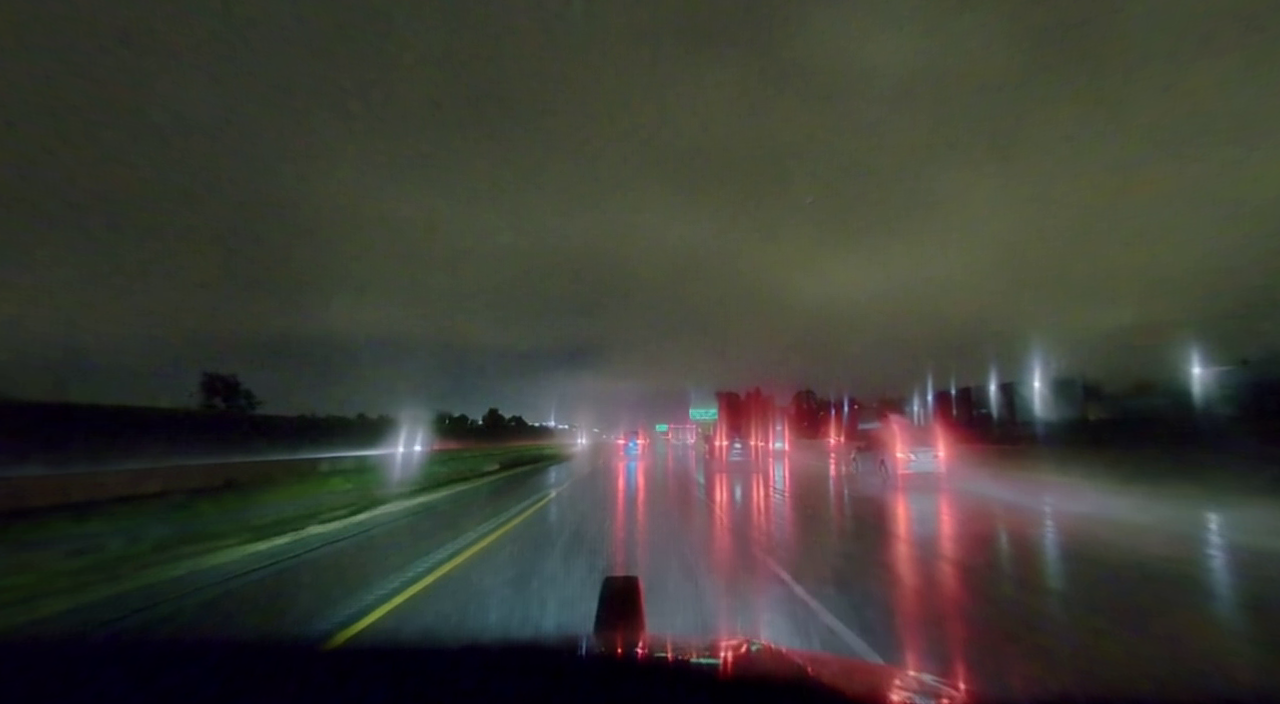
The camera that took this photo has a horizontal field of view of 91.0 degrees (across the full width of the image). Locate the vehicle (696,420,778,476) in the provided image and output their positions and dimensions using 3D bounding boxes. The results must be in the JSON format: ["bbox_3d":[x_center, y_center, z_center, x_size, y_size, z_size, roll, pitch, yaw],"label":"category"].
[{"bbox_3d":[3.429,3.560,23.286,2.269,1.839,4.554,0,-9,-1],"label":"vehicle"}]

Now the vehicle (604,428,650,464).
[{"bbox_3d":[-0.583,4.710,31.419,2.142,1.664,4.076,0,-9,1],"label":"vehicle"}]
